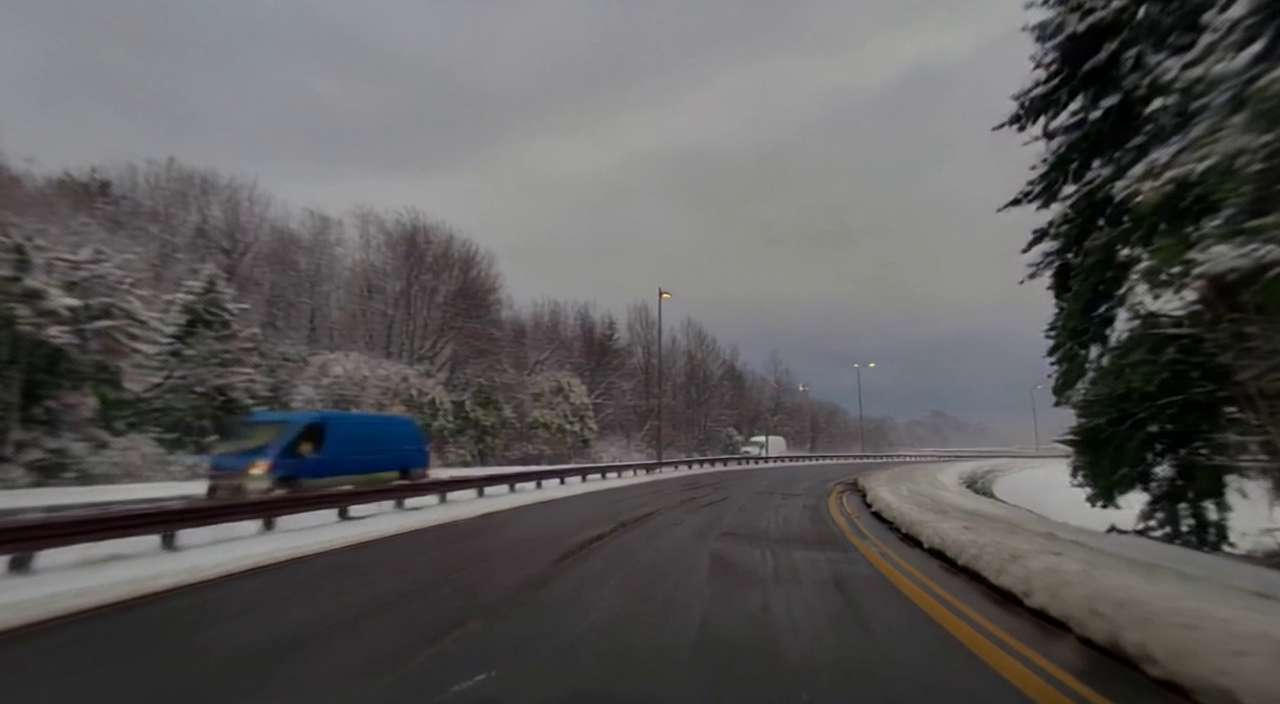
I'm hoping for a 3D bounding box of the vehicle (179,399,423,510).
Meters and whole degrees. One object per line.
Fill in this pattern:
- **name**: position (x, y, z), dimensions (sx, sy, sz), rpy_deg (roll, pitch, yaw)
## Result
- **vehicle**: position (-9.760, 3.088, 19.152), dimensions (2.447, 2.725, 6.755), rpy_deg (-3, -9, 15)
